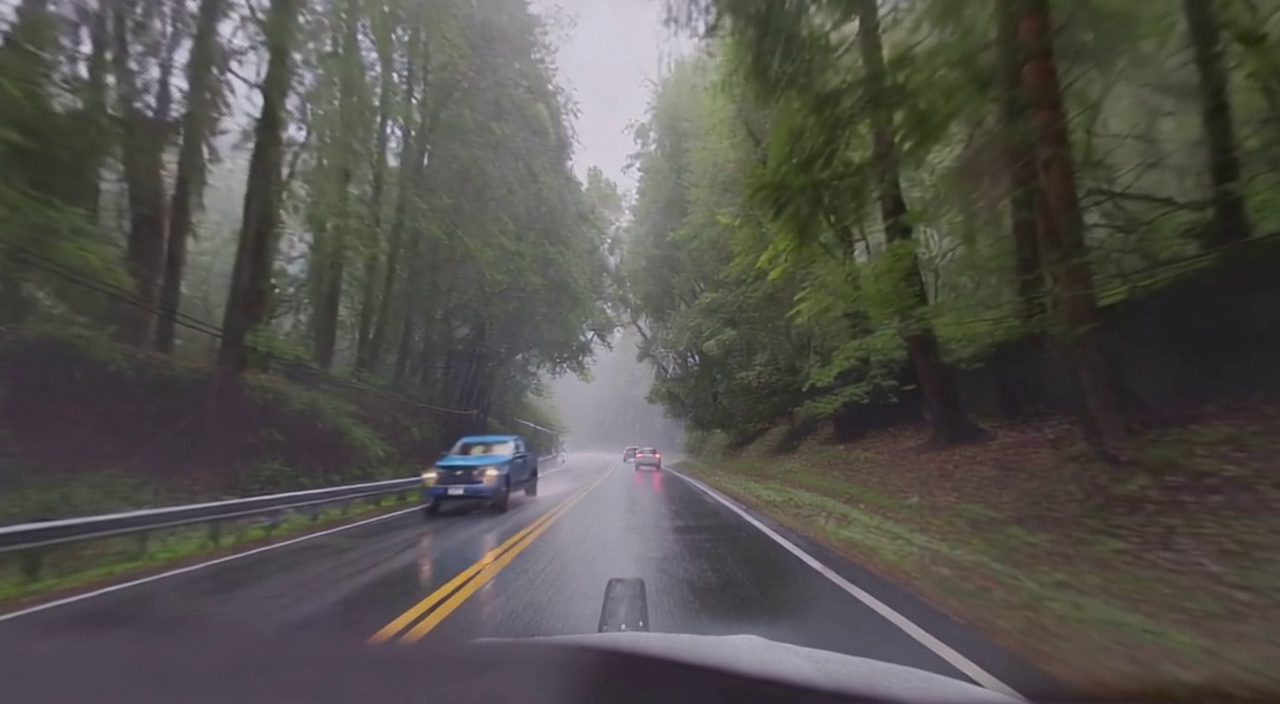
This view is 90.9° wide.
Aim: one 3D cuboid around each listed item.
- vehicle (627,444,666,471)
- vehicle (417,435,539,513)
[{"bbox_3d":[0.338,6.272,37.869,2.120,1.491,4.349,0,-8,-2],"label":"vehicle"},{"bbox_3d":[-3.927,3.019,16.181,1.953,1.676,4.508,0,-8,0],"label":"vehicle"}]
